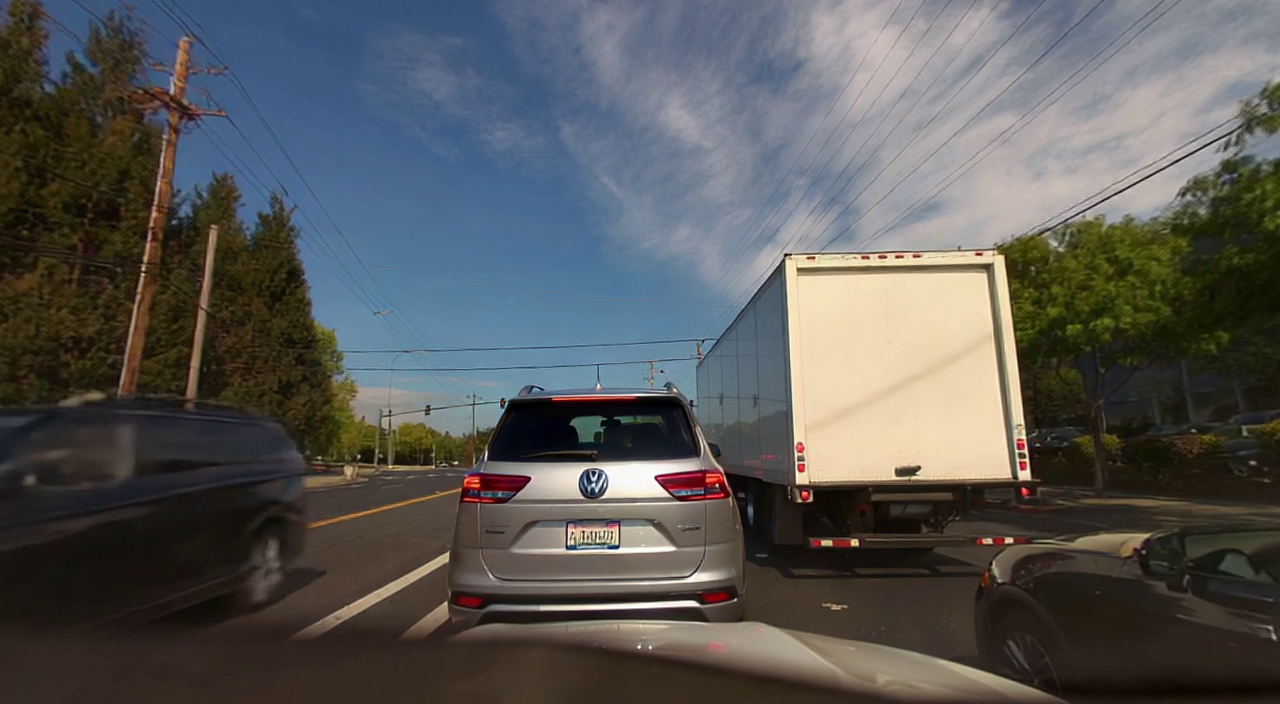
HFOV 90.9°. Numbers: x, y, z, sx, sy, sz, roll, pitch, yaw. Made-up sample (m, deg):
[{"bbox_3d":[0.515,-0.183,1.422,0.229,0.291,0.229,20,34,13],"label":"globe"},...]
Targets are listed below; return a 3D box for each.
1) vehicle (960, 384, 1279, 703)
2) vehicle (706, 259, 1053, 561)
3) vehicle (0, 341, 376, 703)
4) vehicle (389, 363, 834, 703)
[{"bbox_3d":[2.829,0.746,1.194,1.971,1.484,4.728,0,-8,0],"label":"vehicle"},{"bbox_3d":[3.229,1.268,11.843,2.915,3.559,8.848,0,-8,-1],"label":"vehicle"},{"bbox_3d":[-4.084,1.102,4.487,2.119,1.835,5.261,0,-8,0],"label":"vehicle"},{"bbox_3d":[-0.138,1.225,5.194,2.114,1.732,4.230,0,-8,0],"label":"vehicle"}]
